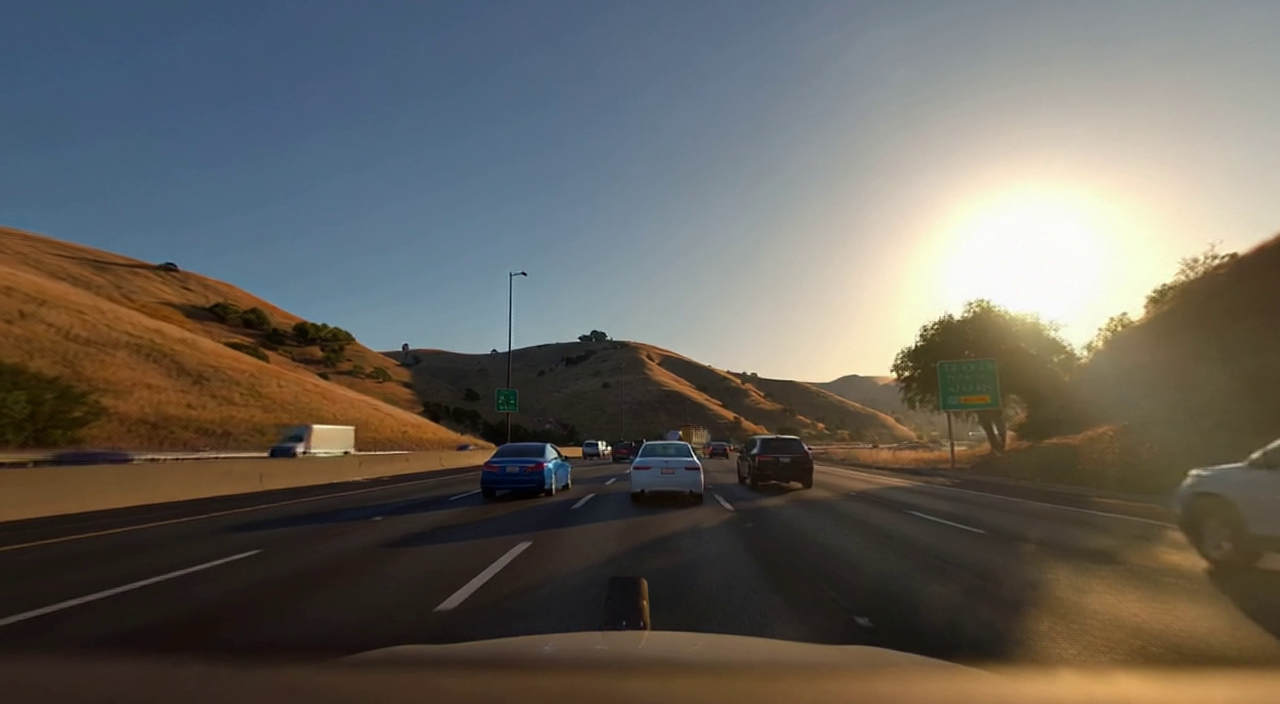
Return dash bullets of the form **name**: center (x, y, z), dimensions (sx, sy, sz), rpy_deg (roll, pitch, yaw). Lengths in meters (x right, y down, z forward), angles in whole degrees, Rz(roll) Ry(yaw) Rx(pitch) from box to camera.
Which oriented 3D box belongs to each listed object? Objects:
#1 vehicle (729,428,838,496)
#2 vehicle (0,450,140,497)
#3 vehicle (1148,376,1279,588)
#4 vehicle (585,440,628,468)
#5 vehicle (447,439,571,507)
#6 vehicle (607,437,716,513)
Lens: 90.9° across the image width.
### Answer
- **vehicle**: center (3.971, 3.140, 18.372), dimensions (2.083, 1.693, 4.740), rpy_deg (0, -8, 1)
- **vehicle**: center (-20.136, 4.166, 22.027), dimensions (1.790, 1.461, 4.165), rpy_deg (-1, -8, 2)
- **vehicle**: center (6.692, 0.969, 4.414), dimensions (2.210, 1.831, 4.843), rpy_deg (0, -8, 0)
- **vehicle**: center (-1.976, 6.152, 38.196), dimensions (2.034, 1.572, 4.444), rpy_deg (-1, -8, 4)
- **vehicle**: center (-3.068, 2.932, 15.811), dimensions (2.017, 1.446, 4.384), rpy_deg (-1, -8, 2)
- **vehicle**: center (0.454, 2.644, 14.018), dimensions (2.072, 1.431, 3.904), rpy_deg (-1, -8, 2)
